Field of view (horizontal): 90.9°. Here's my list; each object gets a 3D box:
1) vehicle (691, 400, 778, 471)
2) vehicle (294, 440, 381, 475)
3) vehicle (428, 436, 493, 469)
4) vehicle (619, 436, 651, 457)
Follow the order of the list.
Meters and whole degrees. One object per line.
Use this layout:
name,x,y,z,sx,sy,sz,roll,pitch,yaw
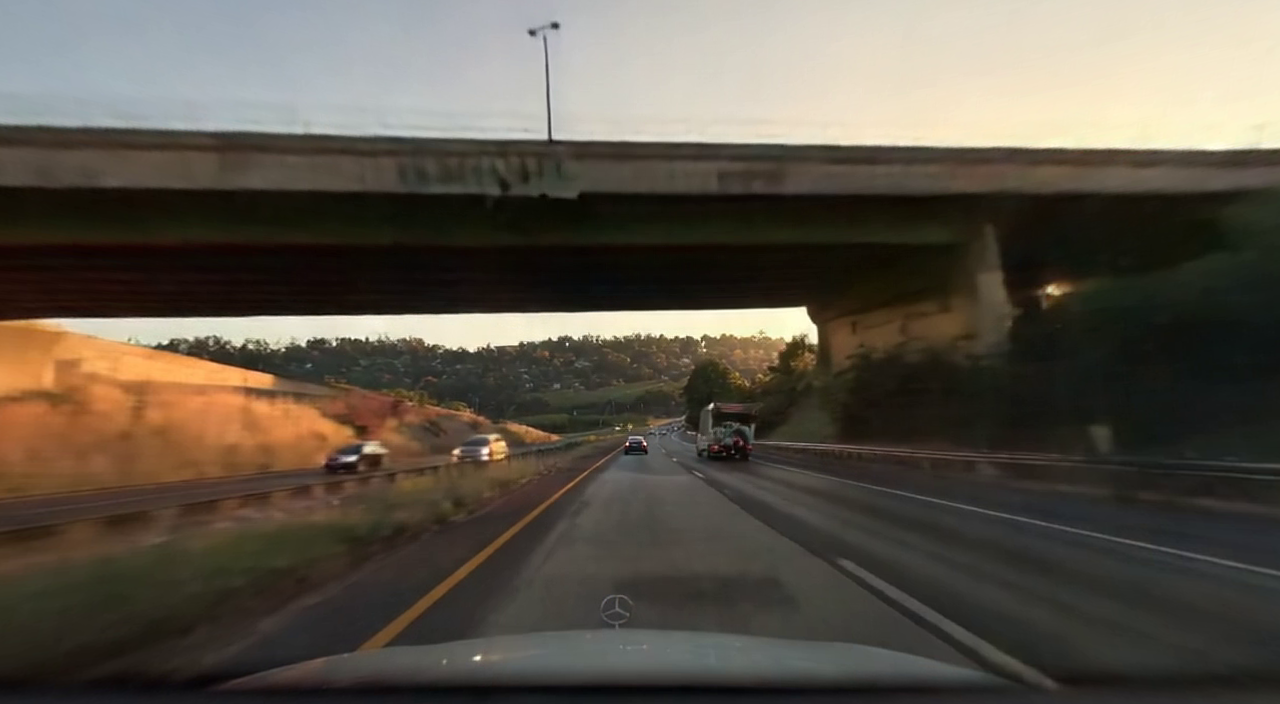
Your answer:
vehicle,3.923,3.665,27.783,2.715,2.746,6.550,0,-8,-1
vehicle,-13.183,4.595,27.748,1.816,1.362,4.068,0,-8,1
vehicle,-8.773,4.902,31.109,1.952,1.521,4.163,0,-8,0
vehicle,-0.311,6.163,41.243,1.996,1.325,4.029,0,-8,0
